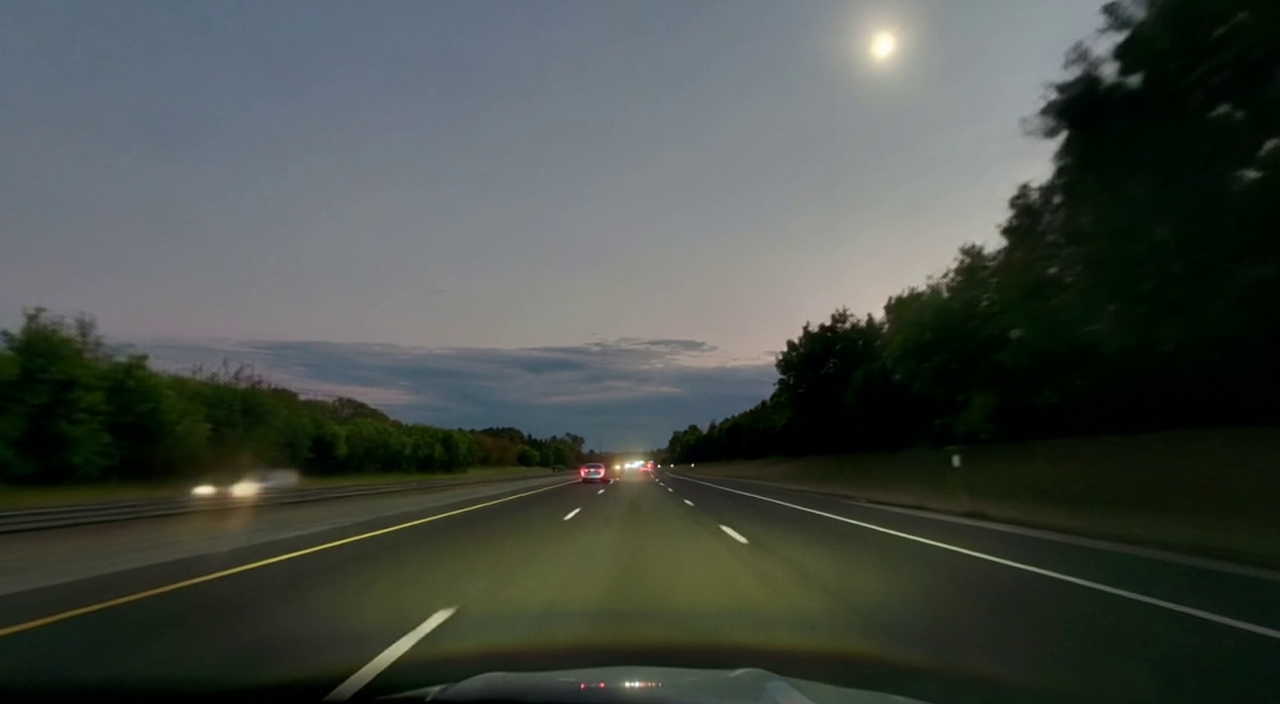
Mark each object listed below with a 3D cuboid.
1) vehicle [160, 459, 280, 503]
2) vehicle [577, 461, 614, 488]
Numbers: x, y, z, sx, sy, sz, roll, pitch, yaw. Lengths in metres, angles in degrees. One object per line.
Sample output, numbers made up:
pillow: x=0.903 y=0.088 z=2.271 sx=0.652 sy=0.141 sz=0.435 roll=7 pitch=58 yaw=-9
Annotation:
vehicle: x=-16.151 y=4.971 z=24.521 sx=1.746 sy=1.523 sz=4.253 roll=1 pitch=-11 yaw=-1
vehicle: x=-2.687 y=7.602 z=39.101 sx=1.900 sy=1.550 sz=4.146 roll=0 pitch=-10 yaw=2
